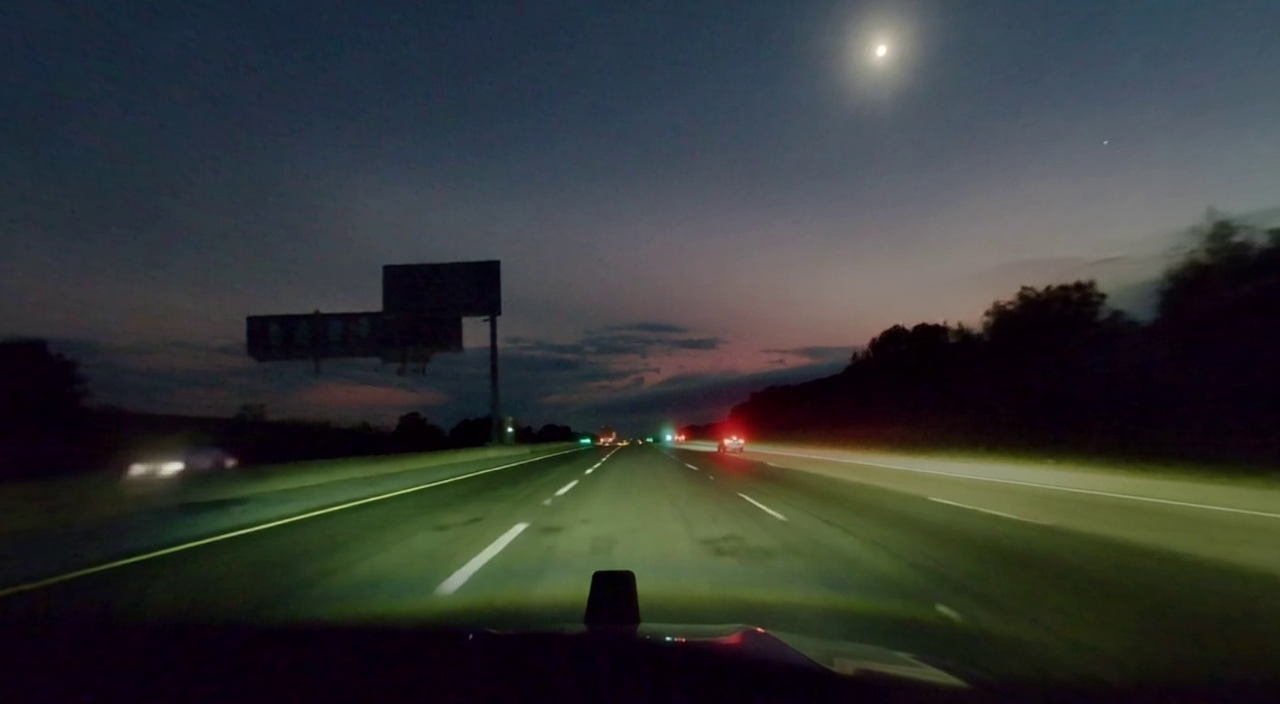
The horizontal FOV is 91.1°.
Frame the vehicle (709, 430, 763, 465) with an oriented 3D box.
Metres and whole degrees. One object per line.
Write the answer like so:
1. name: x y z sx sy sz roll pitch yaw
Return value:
1. vehicle: 4.348 4.379 28.970 1.802 1.492 3.804 0 -8 -1
